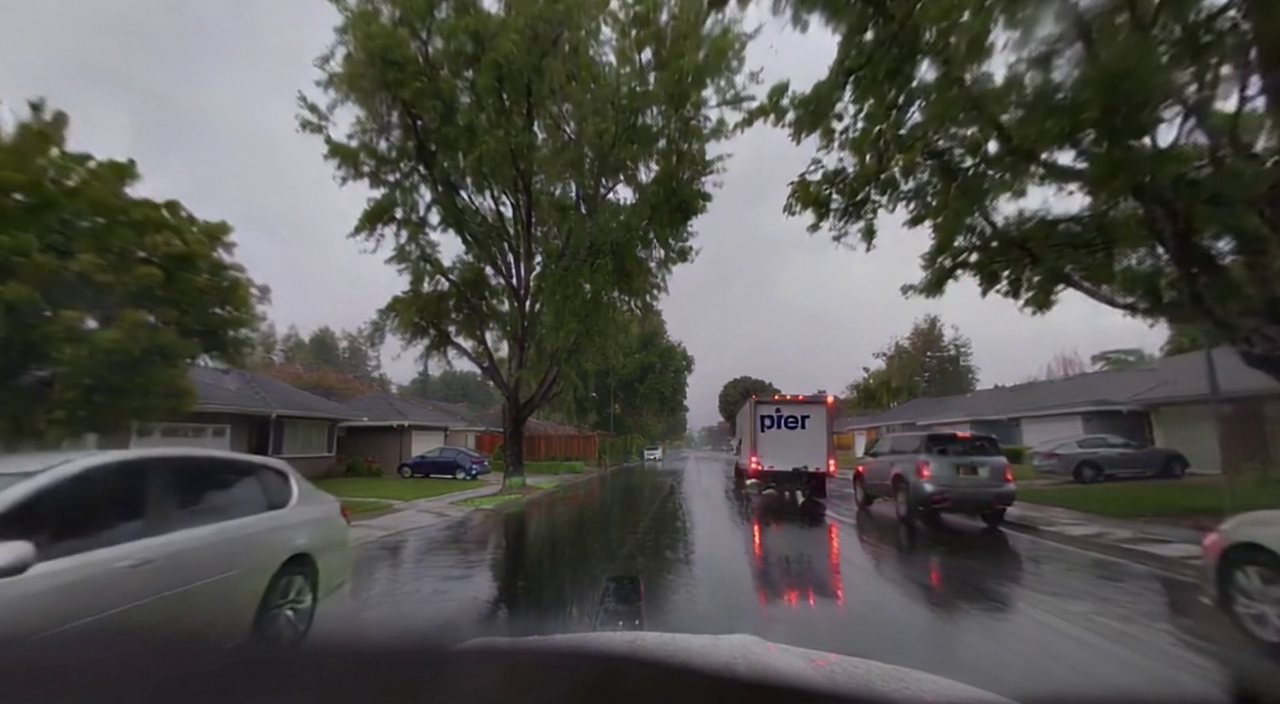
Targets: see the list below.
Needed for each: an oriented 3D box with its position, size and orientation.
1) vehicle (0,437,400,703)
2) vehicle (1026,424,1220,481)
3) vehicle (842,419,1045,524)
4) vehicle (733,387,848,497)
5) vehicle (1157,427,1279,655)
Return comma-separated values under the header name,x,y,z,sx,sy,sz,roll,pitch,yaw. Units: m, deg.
name,x,y,z,sx,sy,sz,roll,pitch,yaw
vehicle,-3.318,1.124,2.926,1.938,1.402,5.095,2,-9,6
vehicle,15.117,3.163,19.910,4.418,1.695,1.931,0,-8,2
vehicle,6.283,2.517,13.802,2.410,1.902,4.277,-1,-8,3
vehicle,4.749,3.068,21.436,2.924,3.018,7.600,-1,-9,7
vehicle,5.169,1.068,2.856,1.943,1.511,4.582,-1,-8,4
